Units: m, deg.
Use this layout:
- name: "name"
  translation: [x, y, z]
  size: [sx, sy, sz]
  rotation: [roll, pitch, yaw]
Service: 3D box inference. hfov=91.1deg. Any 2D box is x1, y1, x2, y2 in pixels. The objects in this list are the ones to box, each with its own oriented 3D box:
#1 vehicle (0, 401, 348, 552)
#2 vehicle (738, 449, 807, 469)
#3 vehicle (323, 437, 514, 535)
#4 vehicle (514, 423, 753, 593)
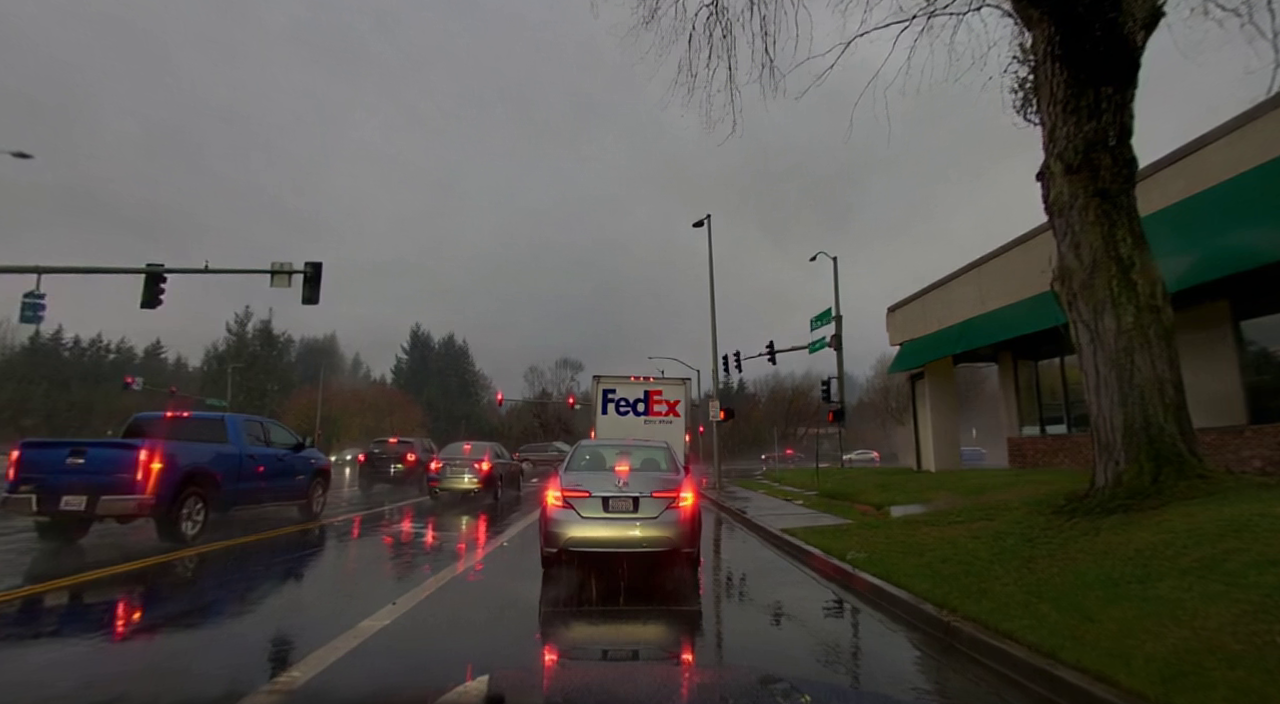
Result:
- name: "vehicle"
  translation: [-7.294, 1.981, 10.737]
  size: [2.125, 1.893, 5.498]
  rotation: [0, -9, -2]
- name: "vehicle"
  translation: [10.247, 8.290, 48.657]
  size: [4.841, 1.494, 1.829]
  rotation: [1, -9, -5]
- name: "vehicle"
  translation: [-3.873, 2.401, 11.940]
  size: [1.949, 1.487, 4.390]
  rotation: [0, -9, 1]
- name: "vehicle"
  translation: [-0.048, 1.732, 7.859]
  size: [2.145, 1.513, 4.269]
  rotation: [0, -9, 0]
